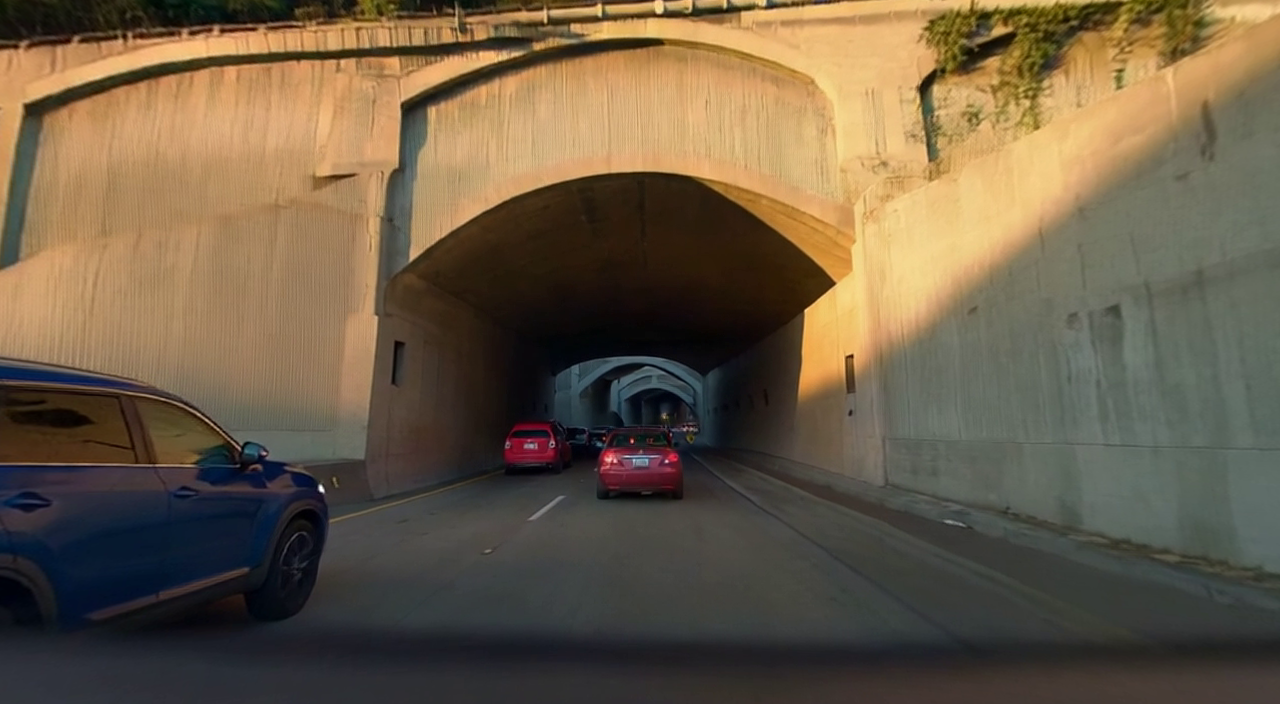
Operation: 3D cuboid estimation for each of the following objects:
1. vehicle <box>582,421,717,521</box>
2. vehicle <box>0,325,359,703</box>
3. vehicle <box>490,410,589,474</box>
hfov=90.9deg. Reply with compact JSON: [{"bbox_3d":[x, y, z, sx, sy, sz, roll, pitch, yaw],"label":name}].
[{"bbox_3d":[0.139,2.088,11.548,2.020,1.478,4.092,0,-8,0],"label":"vehicle"},{"bbox_3d":[-3.560,0.896,3.286,2.017,1.761,4.572,0,-8,1],"label":"vehicle"},{"bbox_3d":[-3.348,3.208,22.465,2.329,1.948,5.800,-1,-8,3],"label":"vehicle"}]
